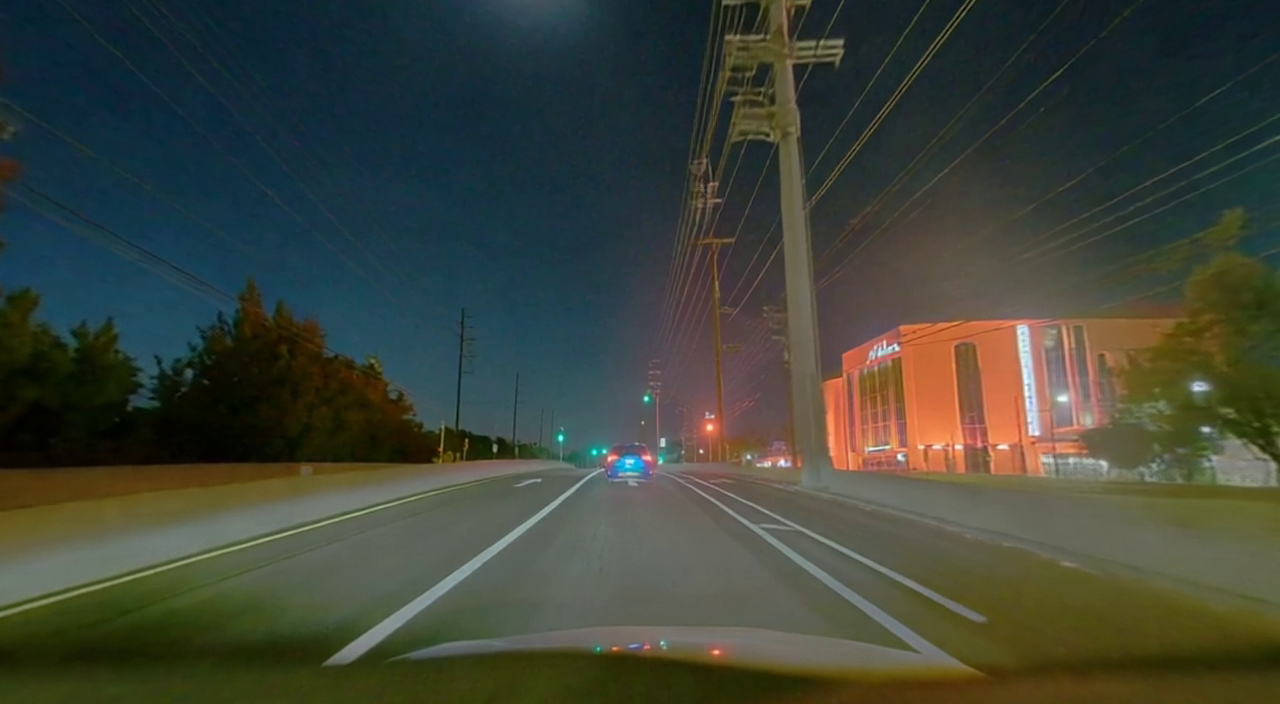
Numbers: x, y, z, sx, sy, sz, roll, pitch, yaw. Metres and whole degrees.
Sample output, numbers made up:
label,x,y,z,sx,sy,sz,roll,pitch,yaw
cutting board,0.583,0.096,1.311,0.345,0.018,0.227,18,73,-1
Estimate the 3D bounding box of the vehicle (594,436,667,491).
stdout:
label,x,y,z,sx,sy,sz,roll,pitch,yaw
vehicle,-0.349,3.475,20.121,2.123,1.566,3.662,0,-8,-2
